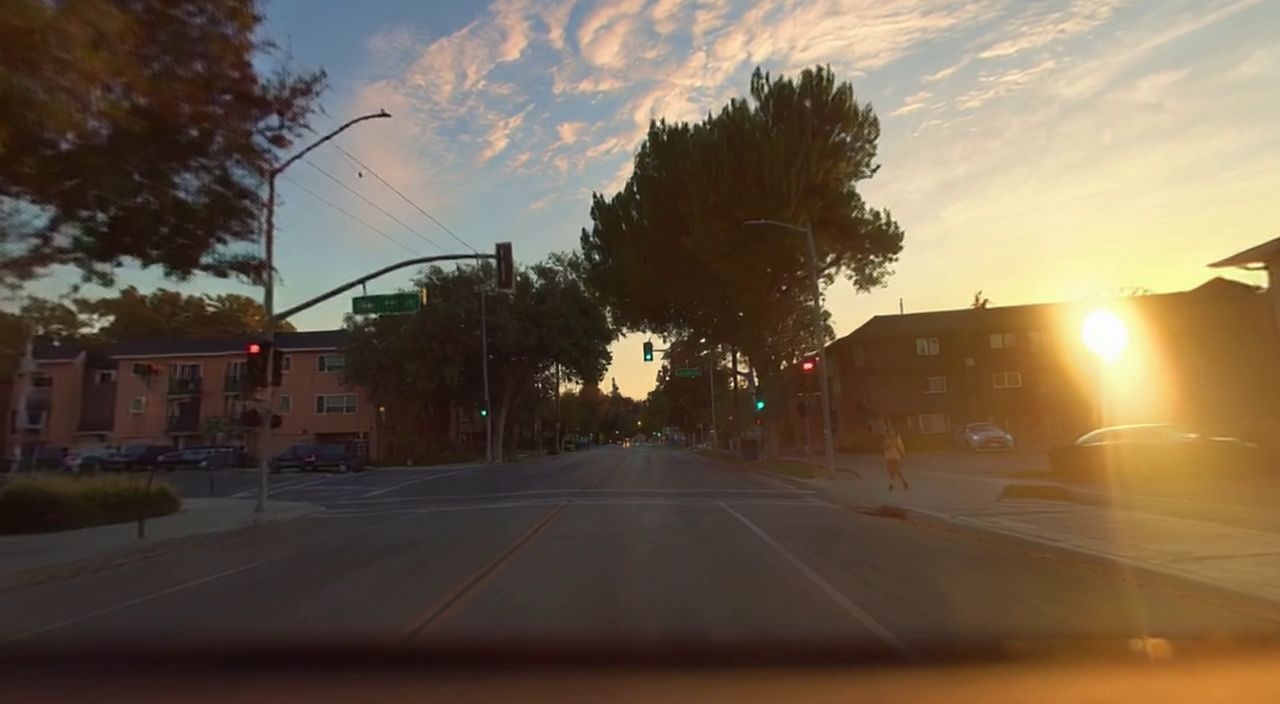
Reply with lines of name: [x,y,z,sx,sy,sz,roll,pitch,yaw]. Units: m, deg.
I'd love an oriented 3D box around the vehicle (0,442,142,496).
vehicle: [-22.271,4.432,24.008,4.804,1.842,2.171,-1,-8,-1]

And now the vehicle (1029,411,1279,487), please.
vehicle: [12.762,2.366,15.617,4.908,1.521,2.108,-2,-8,-4]

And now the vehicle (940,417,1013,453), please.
vehicle: [17.112,4.297,32.362,2.013,1.722,4.007,-2,-9,9]

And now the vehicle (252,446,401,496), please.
vehicle: [-10.226,3.876,20.710,4.135,1.424,1.945,-5,-10,17]

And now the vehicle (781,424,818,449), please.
vehicle: [11.497,6.171,45.877,1.950,1.714,4.245,-1,-9,6]
